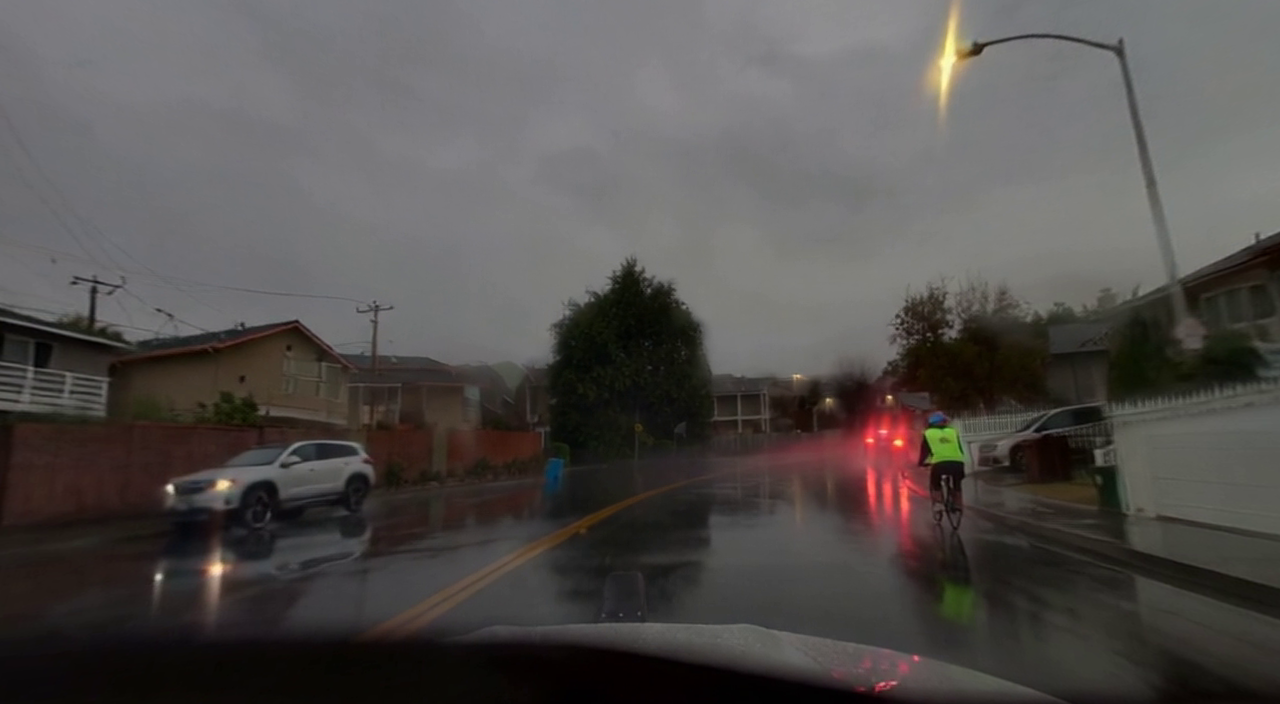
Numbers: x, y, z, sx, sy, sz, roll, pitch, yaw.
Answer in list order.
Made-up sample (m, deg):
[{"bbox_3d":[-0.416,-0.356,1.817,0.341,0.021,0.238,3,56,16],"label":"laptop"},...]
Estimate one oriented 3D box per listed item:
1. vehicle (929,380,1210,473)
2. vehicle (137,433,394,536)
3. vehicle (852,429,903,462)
[{"bbox_3d":[12.105,2.244,18.435,6.099,1.973,2.450,-7,-9,12],"label":"vehicle"},{"bbox_3d":[-7.131,2.521,12.730,1.937,1.670,4.391,-2,-9,11],"label":"vehicle"},{"bbox_3d":[13.430,5.261,35.616,2.105,1.705,4.392,-4,-10,27],"label":"vehicle"}]
